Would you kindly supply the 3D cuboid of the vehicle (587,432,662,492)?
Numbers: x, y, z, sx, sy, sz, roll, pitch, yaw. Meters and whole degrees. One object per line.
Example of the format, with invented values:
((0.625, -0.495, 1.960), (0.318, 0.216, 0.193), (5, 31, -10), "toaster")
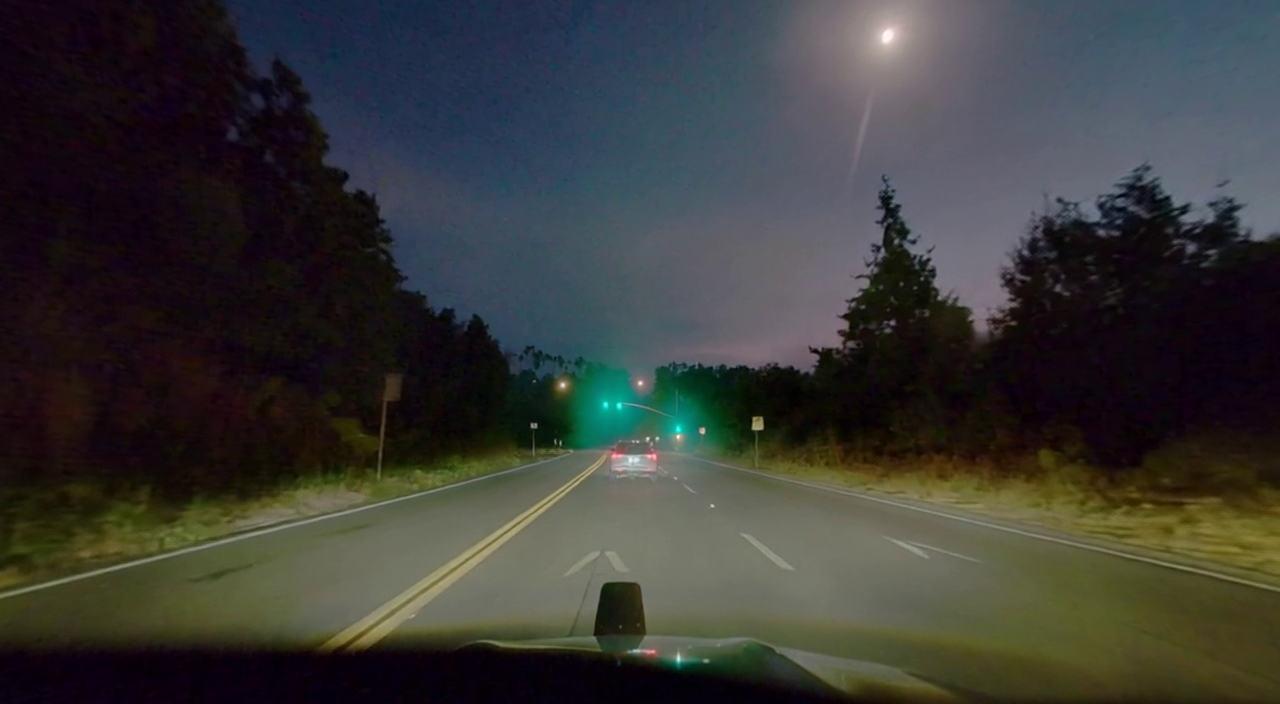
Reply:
((-0.453, 3.251, 18.886), (2.037, 1.601, 3.643), (0, -9, -1), "vehicle")
